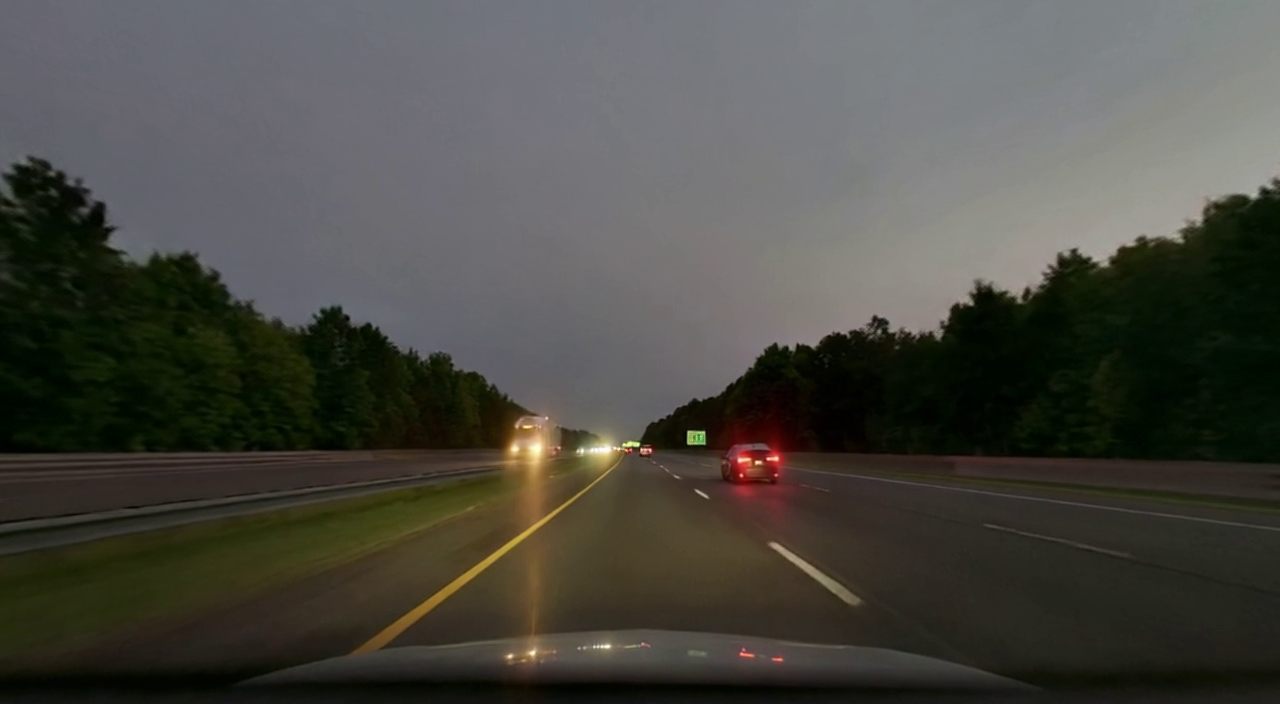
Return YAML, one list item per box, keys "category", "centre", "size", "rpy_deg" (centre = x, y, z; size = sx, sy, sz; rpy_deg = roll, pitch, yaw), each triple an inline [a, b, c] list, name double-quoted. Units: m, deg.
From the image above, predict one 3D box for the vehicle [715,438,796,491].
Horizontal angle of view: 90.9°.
- category: "vehicle"
  centre: [3.945, 3.911, 22.273]
  size: [1.933, 1.663, 4.440]
  rpy_deg: [0, -9, -1]
